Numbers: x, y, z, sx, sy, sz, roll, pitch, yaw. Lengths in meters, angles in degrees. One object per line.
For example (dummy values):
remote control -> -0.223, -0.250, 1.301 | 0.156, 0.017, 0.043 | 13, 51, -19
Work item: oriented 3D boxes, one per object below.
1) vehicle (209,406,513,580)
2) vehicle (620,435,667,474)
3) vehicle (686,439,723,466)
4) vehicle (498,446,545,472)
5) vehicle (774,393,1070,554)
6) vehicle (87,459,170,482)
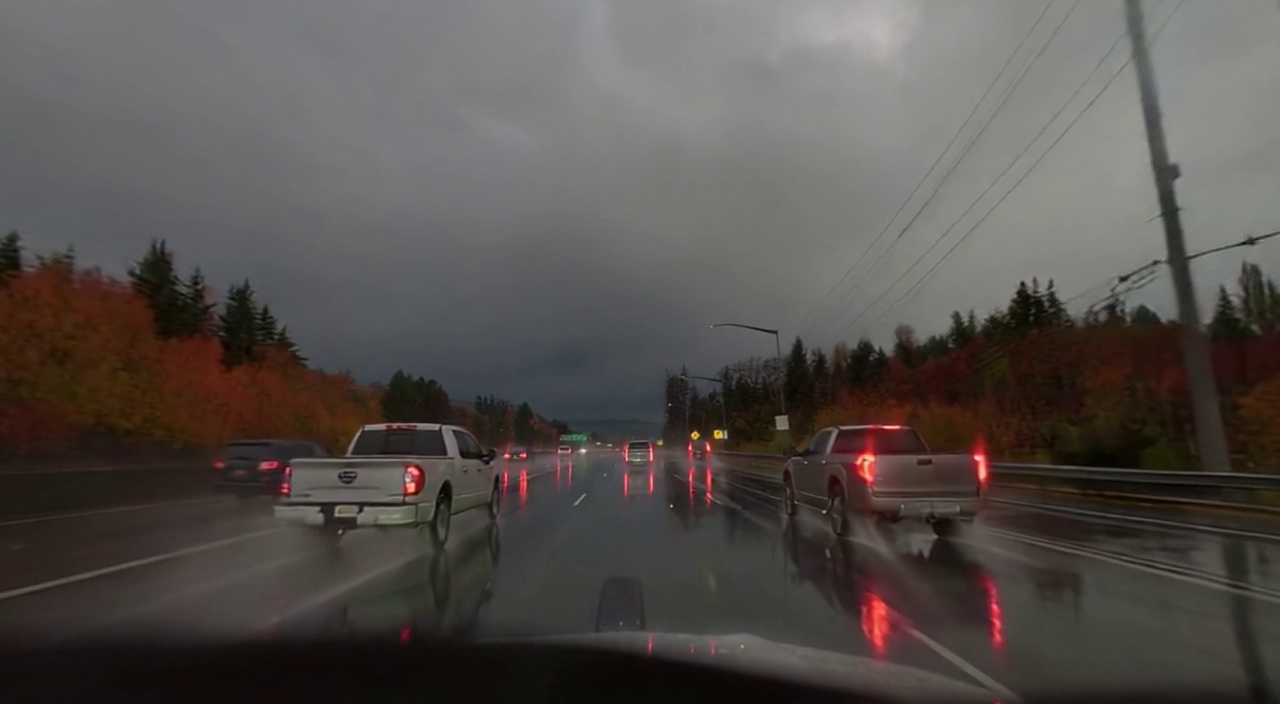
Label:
vehicle -> -3.336, 1.803, 8.815 | 2.154, 1.783, 4.476 | 0, -9, 0
vehicle -> 0.155, 5.595, 34.481 | 2.372, 1.957, 5.121 | 0, -9, 0
vehicle -> 5.004, 7.949, 49.929 | 2.380, 1.976, 5.614 | 0, -9, 1
vehicle -> -7.260, 6.592, 38.971 | 2.014, 1.526, 4.577 | 0, -9, 0
vehicle -> 4.145, 1.959, 10.820 | 2.388, 1.998, 5.749 | 0, -9, 0
vehicle -> -35.933, 8.324, 44.425 | 1.783, 1.485, 4.838 | 0, -9, -1
